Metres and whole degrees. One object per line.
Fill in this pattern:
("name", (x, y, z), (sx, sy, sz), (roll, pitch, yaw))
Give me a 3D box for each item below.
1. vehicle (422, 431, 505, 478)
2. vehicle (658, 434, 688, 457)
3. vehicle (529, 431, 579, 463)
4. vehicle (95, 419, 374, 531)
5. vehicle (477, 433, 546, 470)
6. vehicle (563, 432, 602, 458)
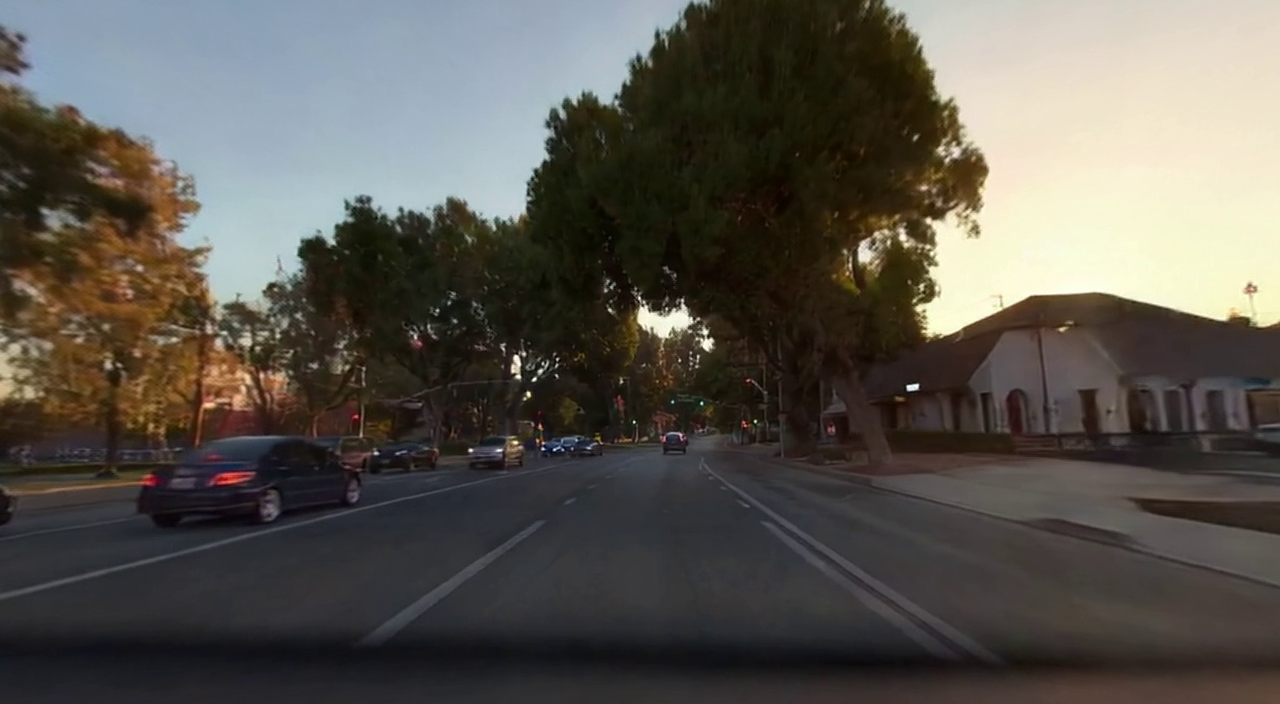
("vehicle", (-6.622, 3.894, 24.108), (1.870, 1.616, 3.765), (0, -8, 3))
("vehicle", (2.584, 7.151, 48.440), (2.197, 1.682, 3.642), (-1, -8, 5))
("vehicle", (-5.206, 5.842, 38.826), (1.951, 1.809, 4.917), (-1, -8, 5))
("vehicle", (-6.784, 2.096, 11.328), (1.988, 1.597, 4.404), (0, -8, 1))
("vehicle", (-6.057, 4.765, 30.312), (2.121, 1.630, 4.642), (0, -8, 3))
("vehicle", (-4.294, 7.061, 47.935), (2.111, 1.864, 4.932), (-1, -8, 5))
